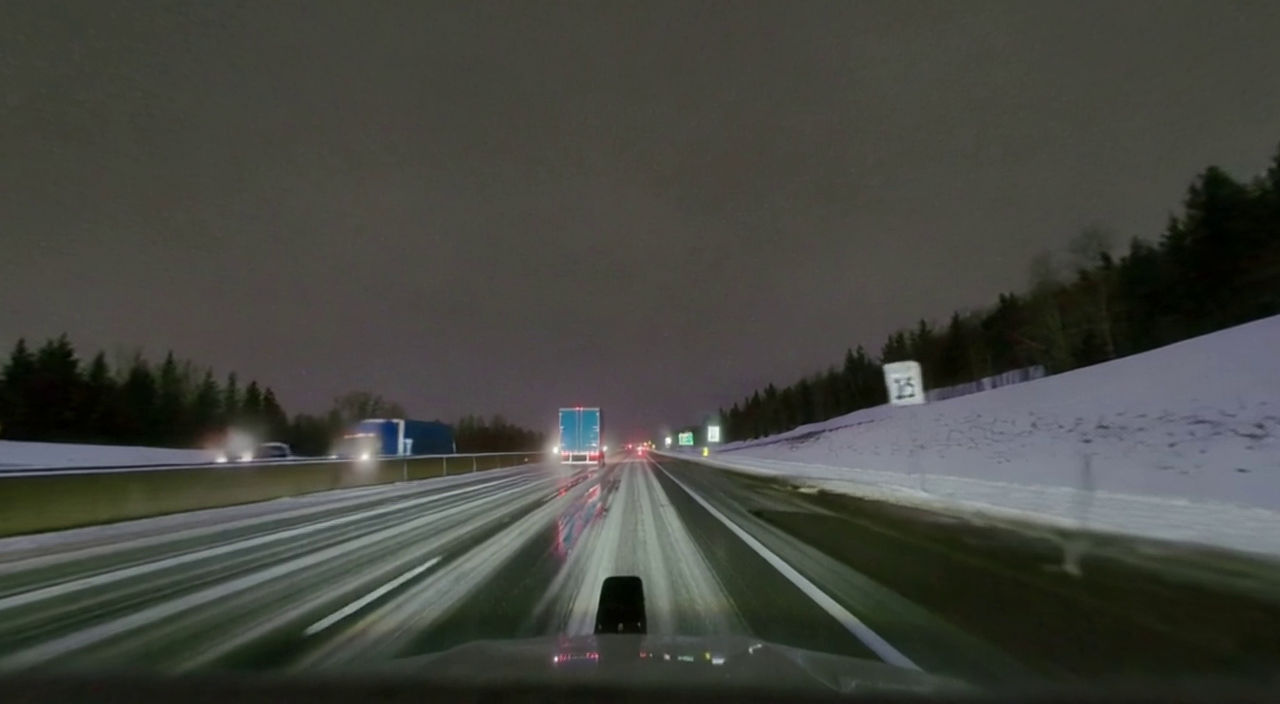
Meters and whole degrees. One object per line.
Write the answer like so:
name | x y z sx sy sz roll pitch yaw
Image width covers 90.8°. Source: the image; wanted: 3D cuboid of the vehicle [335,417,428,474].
vehicle | -19.967 7.371 49.629 3.025 3.917 10.227 0 -9 0

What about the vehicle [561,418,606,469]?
vehicle | -4.031 6.764 46.516 2.707 3.461 7.191 0 -9 0

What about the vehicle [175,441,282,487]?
vehicle | -24.280 6.610 37.587 2.374 2.485 5.901 0 -9 0

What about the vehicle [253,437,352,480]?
vehicle | -24.396 7.745 46.278 2.520 2.851 8.576 0 -9 0
